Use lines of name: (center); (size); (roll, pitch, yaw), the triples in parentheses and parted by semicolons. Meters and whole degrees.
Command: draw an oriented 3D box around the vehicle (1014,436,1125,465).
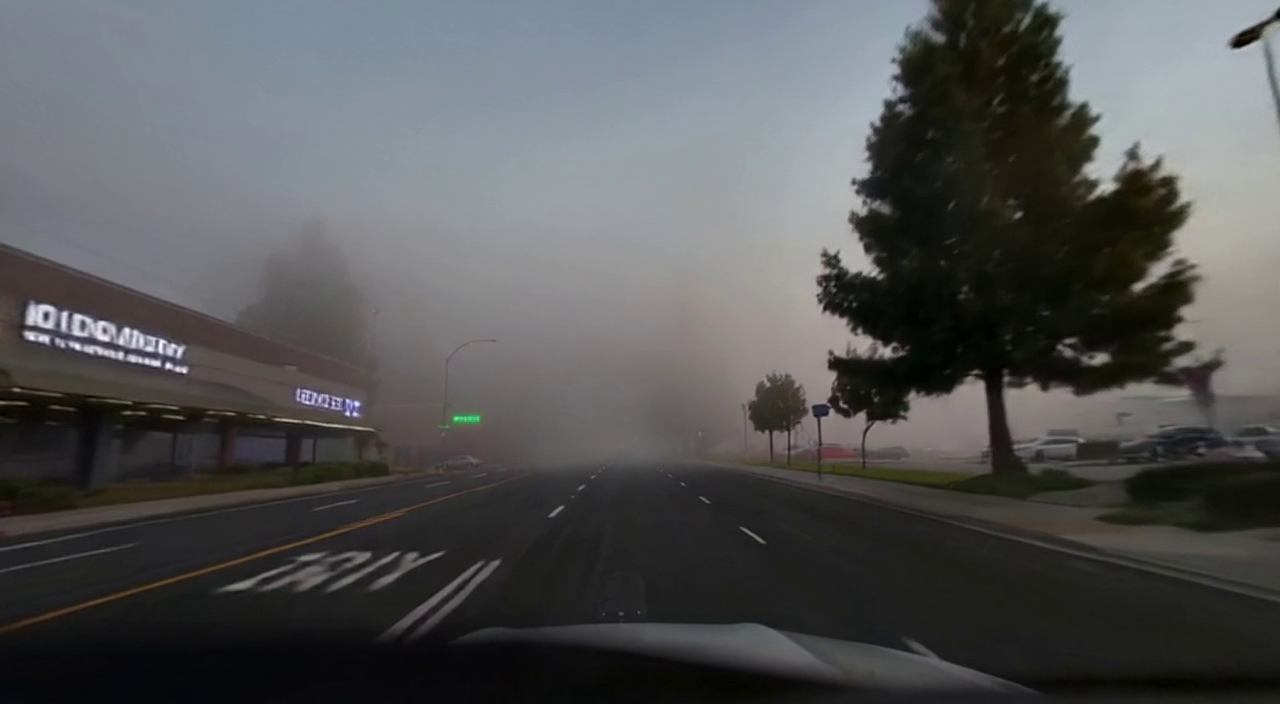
vehicle: (23.236, 5.329, 34.294); (4.579, 1.482, 1.911); (0, -8, 0)

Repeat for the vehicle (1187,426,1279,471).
vehicle: (23.395, 3.553, 23.344); (4.435, 1.548, 2.082); (0, -9, -3)

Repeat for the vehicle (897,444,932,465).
vehicle: (20.352, 7.551, 46.668); (1.901, 1.461, 4.482); (-5, -10, 28)
